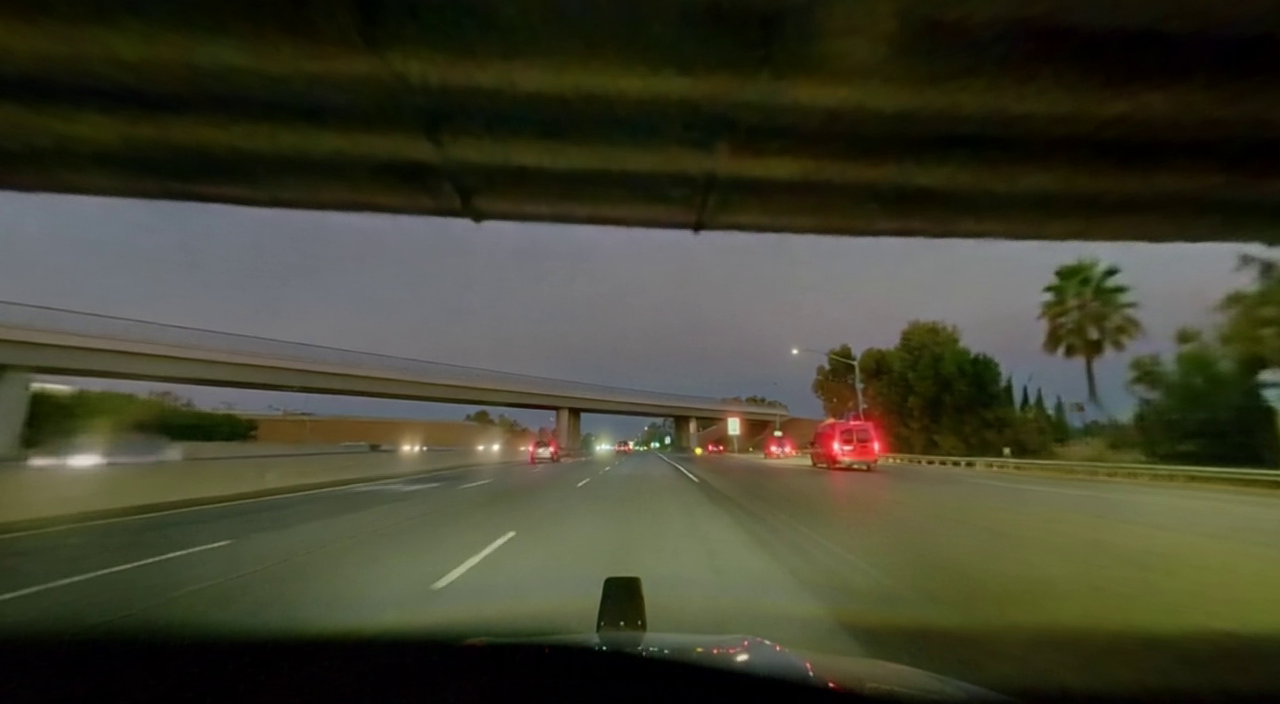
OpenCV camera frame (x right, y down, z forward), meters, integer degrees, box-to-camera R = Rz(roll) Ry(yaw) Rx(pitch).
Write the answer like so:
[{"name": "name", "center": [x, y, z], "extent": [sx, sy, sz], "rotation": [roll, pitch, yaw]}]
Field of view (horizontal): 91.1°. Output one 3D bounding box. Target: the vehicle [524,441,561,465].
[{"name": "vehicle", "center": [-6.832, 7.113, 44.369], "extent": [1.935, 1.633, 3.955], "rotation": [0, -8, 1]}]
